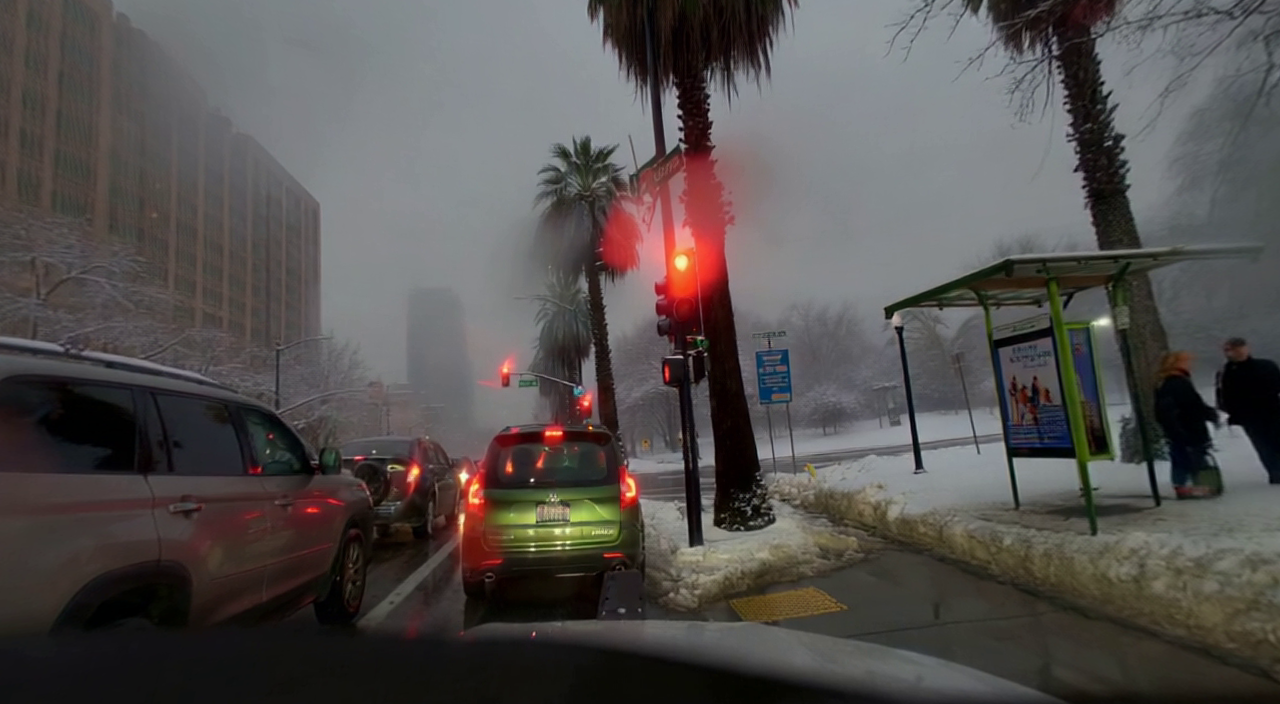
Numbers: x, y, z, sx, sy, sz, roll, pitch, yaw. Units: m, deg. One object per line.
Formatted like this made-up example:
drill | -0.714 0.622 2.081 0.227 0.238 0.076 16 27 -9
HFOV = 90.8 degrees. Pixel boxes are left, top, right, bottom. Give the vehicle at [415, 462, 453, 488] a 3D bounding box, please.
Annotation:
vehicle | -14.624 8.687 44.982 1.964 1.642 4.085 1 -9 -10

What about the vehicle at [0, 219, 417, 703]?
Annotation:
vehicle | -2.763 0.907 3.219 2.098 1.851 4.571 1 -9 -7

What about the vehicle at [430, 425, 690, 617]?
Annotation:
vehicle | -1.024 1.650 7.238 2.065 1.467 4.289 2 -9 -11
